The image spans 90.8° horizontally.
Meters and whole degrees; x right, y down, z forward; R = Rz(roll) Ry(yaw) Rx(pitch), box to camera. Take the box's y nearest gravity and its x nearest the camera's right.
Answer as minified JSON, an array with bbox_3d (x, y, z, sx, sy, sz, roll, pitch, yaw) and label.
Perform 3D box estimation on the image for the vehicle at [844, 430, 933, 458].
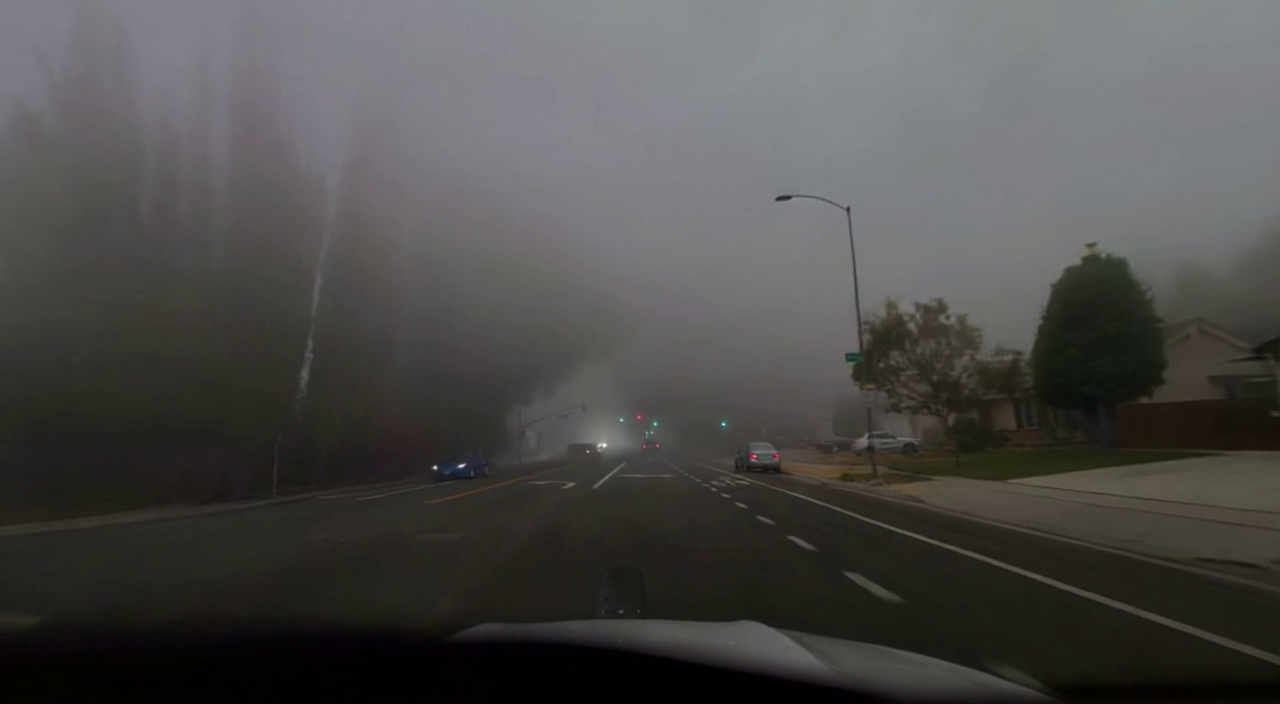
[{"bbox_3d":[13.663,5.062,34.937,4.164,1.470,1.921,0,-7,3],"label":"vehicle"}]

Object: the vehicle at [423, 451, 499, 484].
[{"bbox_3d":[-8.720,5.657,31.291,2.067,1.491,4.807,-1,-9,4],"label":"vehicle"}]

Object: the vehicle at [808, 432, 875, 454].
[{"bbox_3d":[14.531,6.592,45.737,4.210,1.474,1.799,-1,-8,2],"label":"vehicle"}]

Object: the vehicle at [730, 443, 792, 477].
[{"bbox_3d":[5.470,4.929,29.177,1.917,1.440,4.335,0,-9,-1],"label":"vehicle"}]
